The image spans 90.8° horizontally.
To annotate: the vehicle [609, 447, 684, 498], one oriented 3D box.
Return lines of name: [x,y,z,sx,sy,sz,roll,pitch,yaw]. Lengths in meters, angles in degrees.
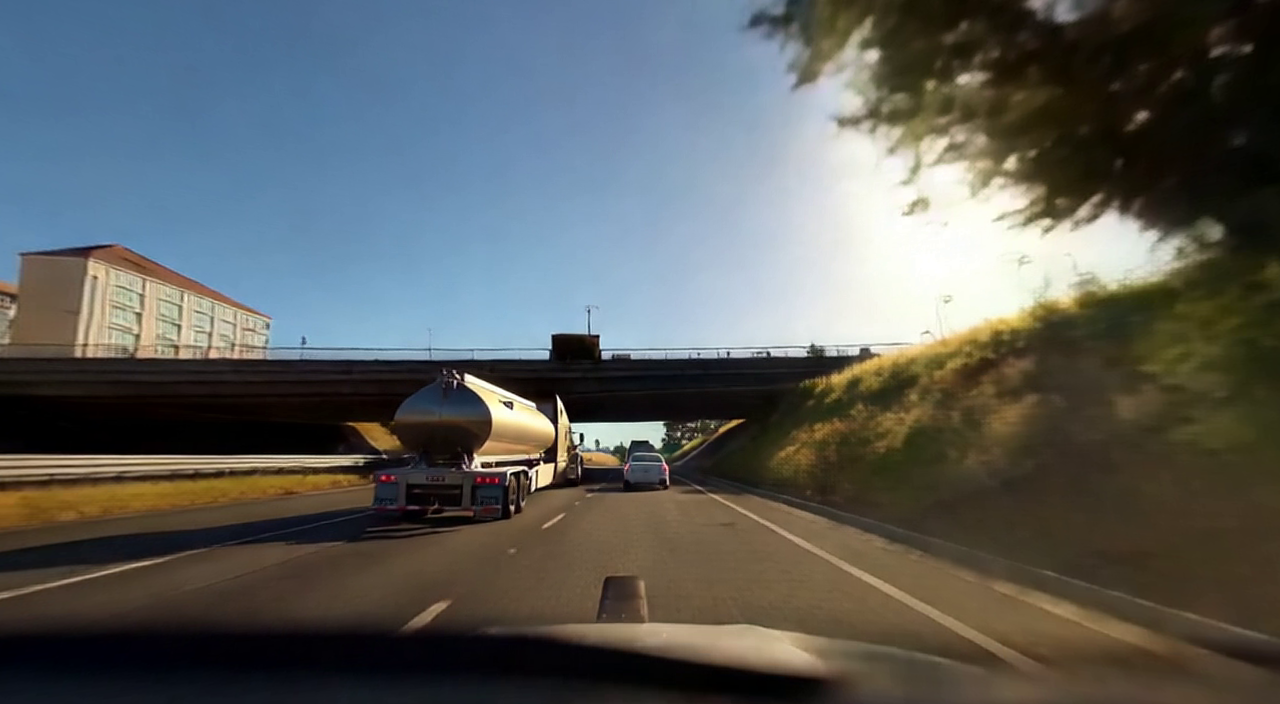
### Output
vehicle: [0.158,3.901,20.888,2.215,1.481,4.246,0,-9,-1]

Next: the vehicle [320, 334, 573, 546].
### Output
vehicle: [-4.014,2.548,18.016,2.896,3.563,14.643,0,-9,-1]
